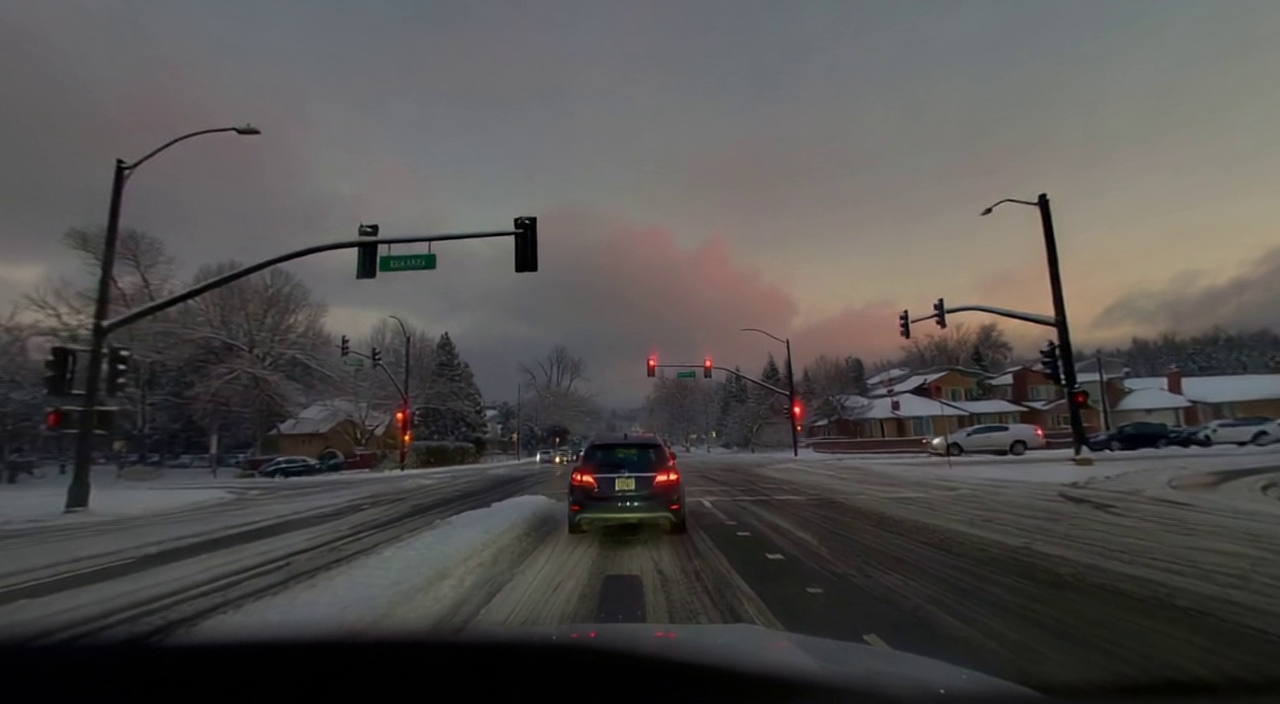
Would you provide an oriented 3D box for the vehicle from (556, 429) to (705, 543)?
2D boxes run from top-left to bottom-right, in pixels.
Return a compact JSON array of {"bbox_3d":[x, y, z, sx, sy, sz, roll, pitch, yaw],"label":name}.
[{"bbox_3d":[0.049,2.156,10.894,2.074,1.570,3.647,0,-8,7],"label":"vehicle"}]

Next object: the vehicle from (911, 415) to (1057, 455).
[{"bbox_3d":[17.956,4.369,33.271,6.025,2.000,2.876,0,-7,-2],"label":"vehicle"}]

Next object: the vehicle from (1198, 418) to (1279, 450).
[{"bbox_3d":[35.927,4.799,36.901,4.735,1.784,2.094,1,-7,-3],"label":"vehicle"}]

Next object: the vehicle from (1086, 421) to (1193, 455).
[{"bbox_3d":[28.658,4.944,36.326,4.557,1.899,1.996,0,-9,-5],"label":"vehicle"}]
